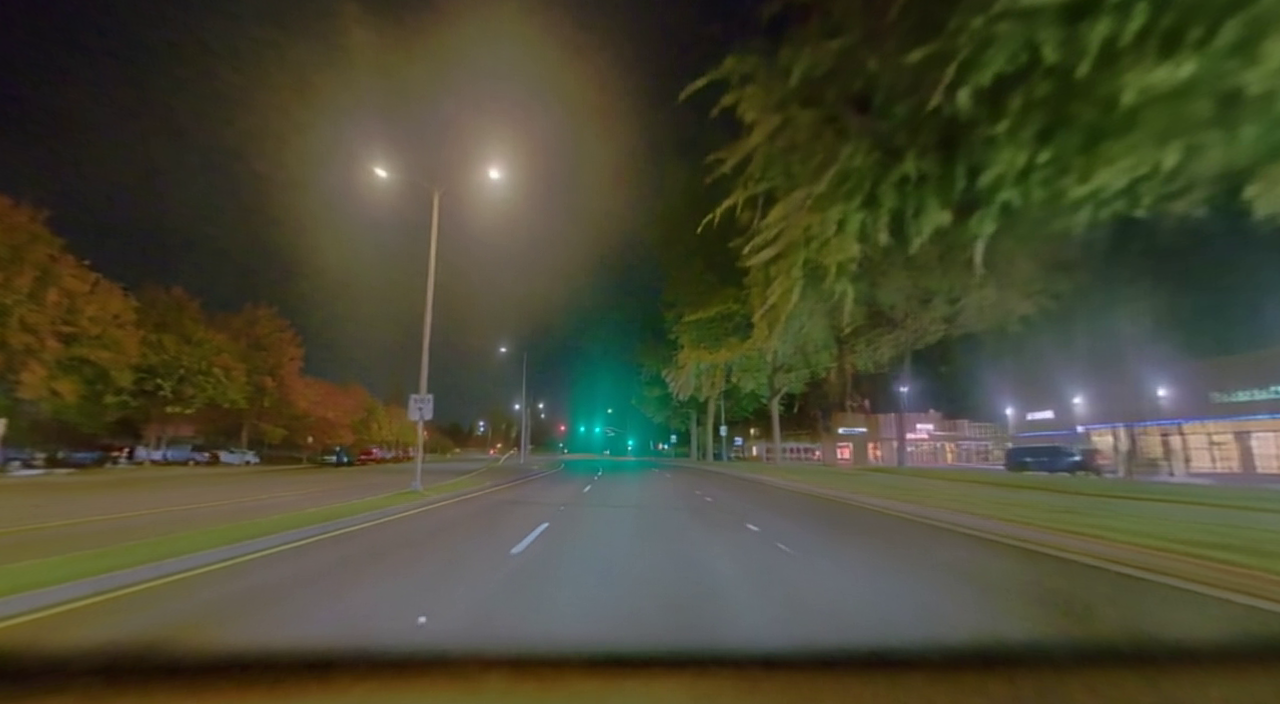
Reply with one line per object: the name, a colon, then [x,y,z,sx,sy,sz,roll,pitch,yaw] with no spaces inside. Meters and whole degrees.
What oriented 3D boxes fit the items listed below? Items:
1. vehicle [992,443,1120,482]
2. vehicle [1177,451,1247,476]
vehicle: [24.169,6.427,37.013,2.337,1.969,5.826,7,-11,-23]
vehicle: [45.078,8.751,49.796,4.338,1.760,2.435,4,-10,-26]
